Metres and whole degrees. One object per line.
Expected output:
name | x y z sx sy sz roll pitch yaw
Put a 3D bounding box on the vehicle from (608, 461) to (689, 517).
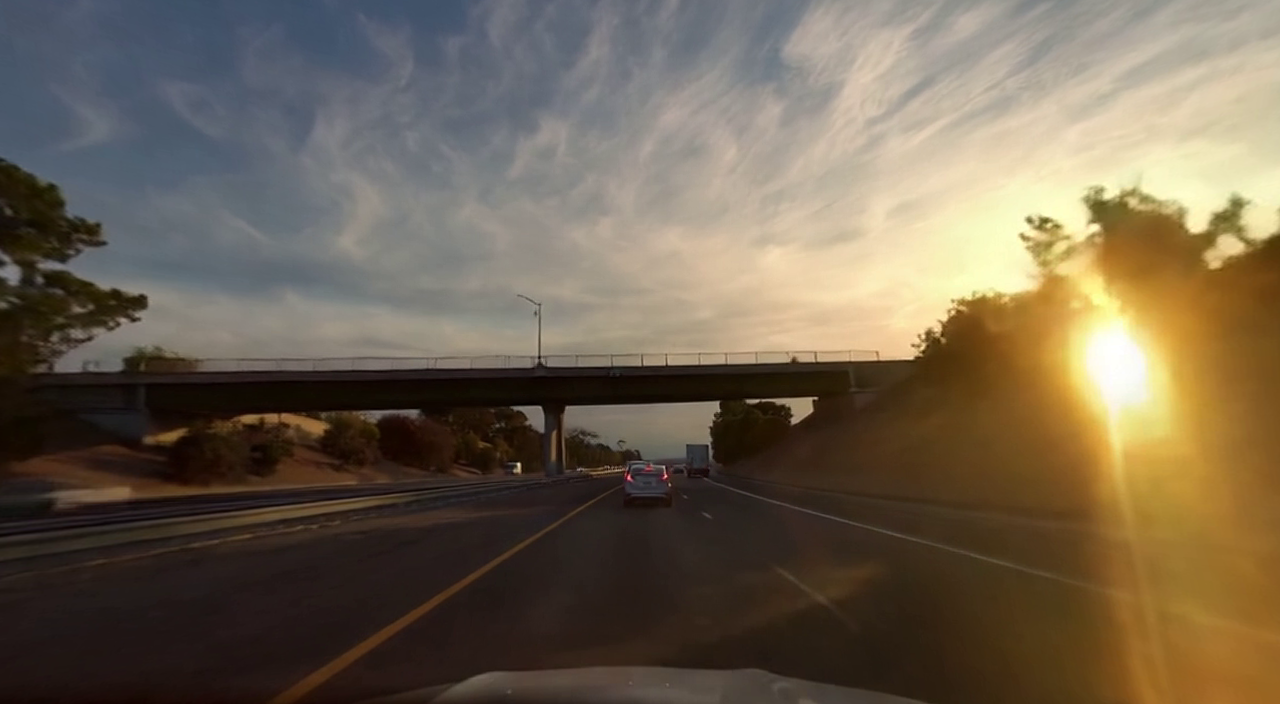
vehicle | 0.224 4.022 18.695 2.156 1.444 3.762 1 -11 0
